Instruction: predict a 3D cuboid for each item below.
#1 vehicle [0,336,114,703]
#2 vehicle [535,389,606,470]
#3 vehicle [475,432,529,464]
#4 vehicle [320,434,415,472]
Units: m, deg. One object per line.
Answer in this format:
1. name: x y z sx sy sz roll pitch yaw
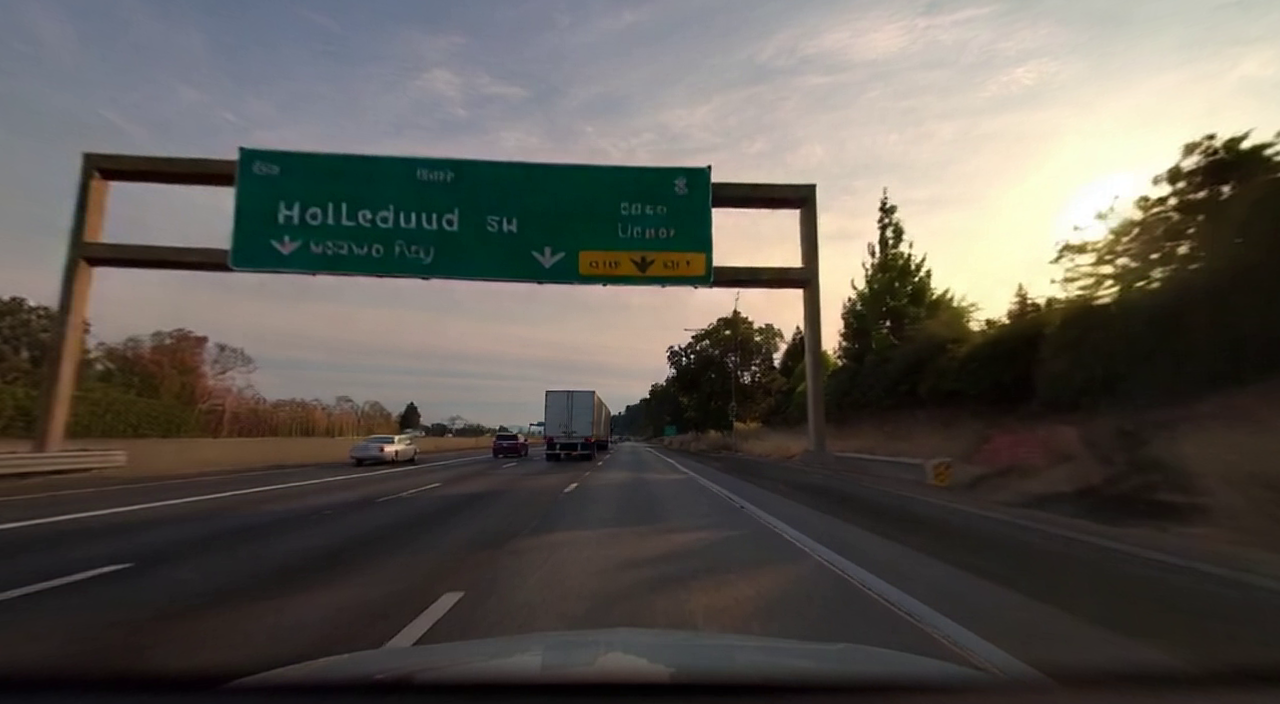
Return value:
1. vehicle: -3.709 0.528 0.925 2.091 1.637 4.346 0 -8 0
2. vehicle: -3.813 4.722 37.582 3.002 3.987 12.477 1 -8 -1
3. vehicle: -7.844 5.472 36.121 2.075 1.691 4.431 0 -8 0
4. vehicle: -11.416 4.215 26.712 1.959 1.460 4.661 0 -8 0
